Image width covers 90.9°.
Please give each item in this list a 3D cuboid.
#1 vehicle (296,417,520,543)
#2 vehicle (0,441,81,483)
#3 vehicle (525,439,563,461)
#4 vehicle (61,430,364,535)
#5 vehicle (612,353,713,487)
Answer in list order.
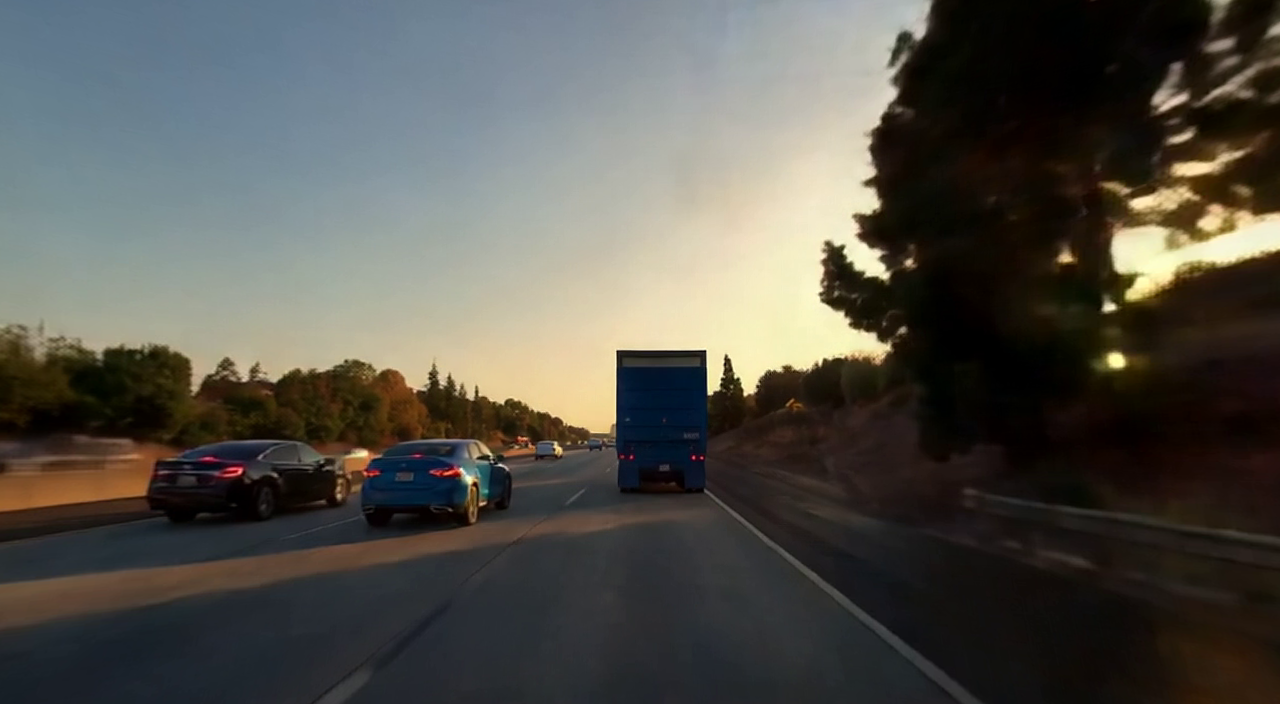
[{"bbox_3d":[-3.514,2.030,10.611,2.077,1.671,4.249,0,-8,1],"label":"vehicle"},{"bbox_3d":[-24.701,4.239,24.423,1.851,1.560,4.519,0,-8,1],"label":"vehicle"},{"bbox_3d":[-6.681,6.875,44.435,1.882,1.451,4.416,0,-8,1],"label":"vehicle"},{"bbox_3d":[-7.243,2.244,11.557,2.063,1.480,4.842,0,-8,2],"label":"vehicle"},{"bbox_3d":[0.676,2.722,23.462,2.870,3.841,10.653,0,-8,0],"label":"vehicle"}]
